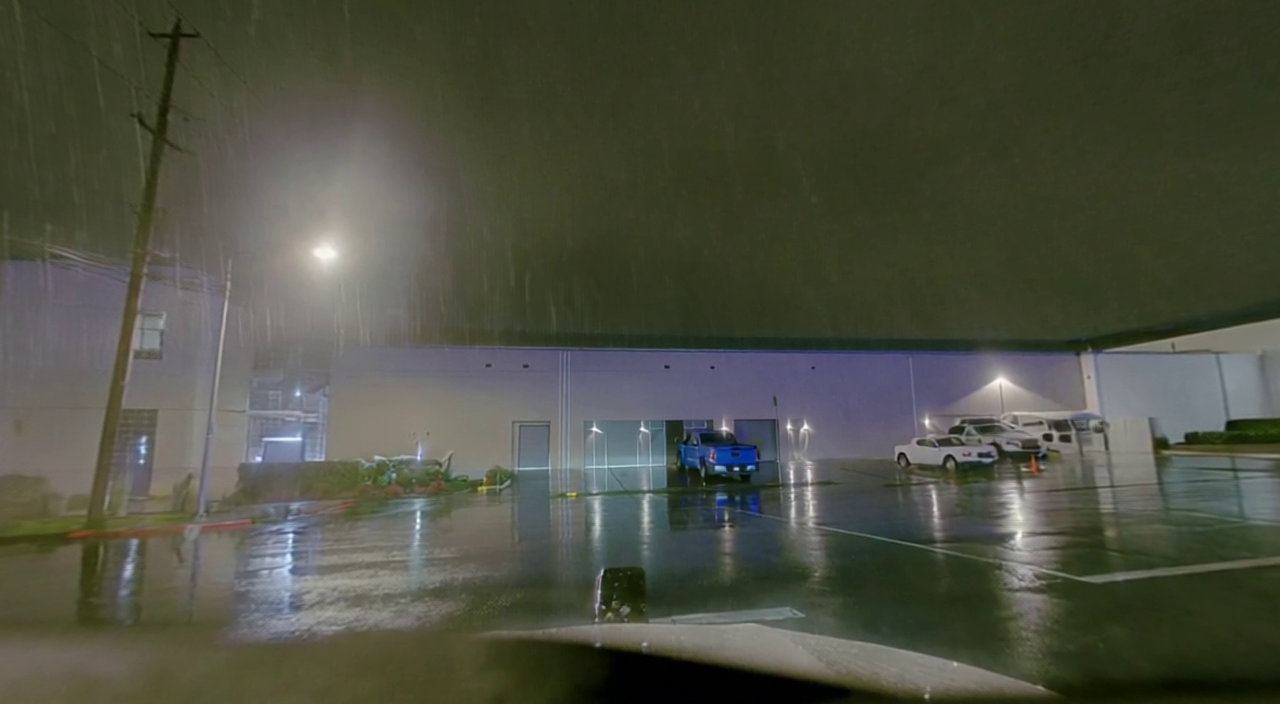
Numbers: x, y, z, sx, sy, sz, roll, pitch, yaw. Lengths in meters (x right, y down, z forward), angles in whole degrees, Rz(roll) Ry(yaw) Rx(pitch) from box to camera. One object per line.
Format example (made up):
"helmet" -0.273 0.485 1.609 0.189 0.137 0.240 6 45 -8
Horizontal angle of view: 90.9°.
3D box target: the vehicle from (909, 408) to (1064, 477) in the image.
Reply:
"vehicle" 17.480 4.636 32.034 6.271 3.004 2.298 -3 -11 -5

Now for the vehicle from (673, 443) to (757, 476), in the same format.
"vehicle" 4.874 7.066 41.562 5.207 2.103 1.997 0 -8 -4
